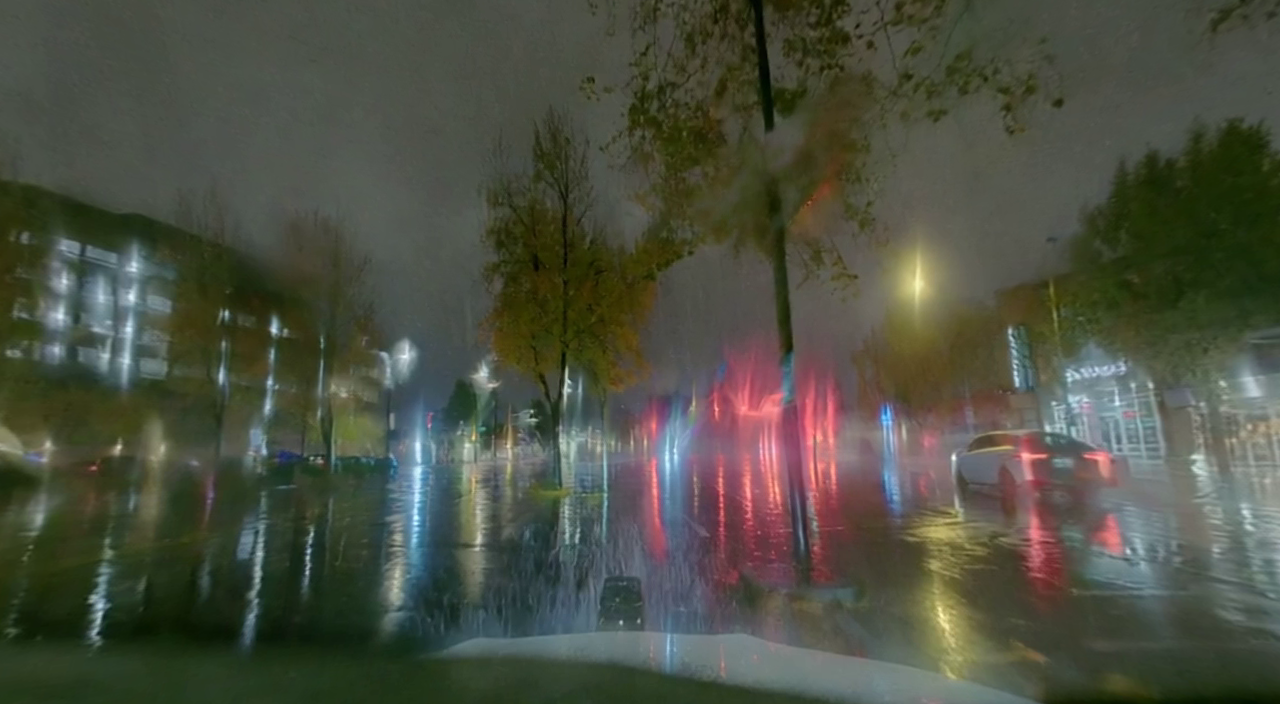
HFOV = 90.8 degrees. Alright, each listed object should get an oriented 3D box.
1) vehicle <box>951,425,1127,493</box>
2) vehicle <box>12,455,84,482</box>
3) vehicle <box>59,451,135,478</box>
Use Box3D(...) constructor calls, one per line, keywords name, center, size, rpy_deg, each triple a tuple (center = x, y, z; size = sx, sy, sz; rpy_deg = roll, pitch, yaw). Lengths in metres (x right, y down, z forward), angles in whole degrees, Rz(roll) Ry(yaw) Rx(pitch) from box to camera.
Box3D(name="vehicle", center=(10.960, 2.985, 17.894), size=(2.100, 1.638, 4.545), rpy_deg=(0, -9, 2))
Box3D(name="vehicle", center=(-35.949, 7.014, 38.334), size=(4.157, 1.458, 2.130), rpy_deg=(-6, -10, 33))
Box3D(name="vehicle", center=(-34.853, 7.171, 40.513), size=(5.124, 1.541, 2.121), rpy_deg=(-5, -10, 32))
